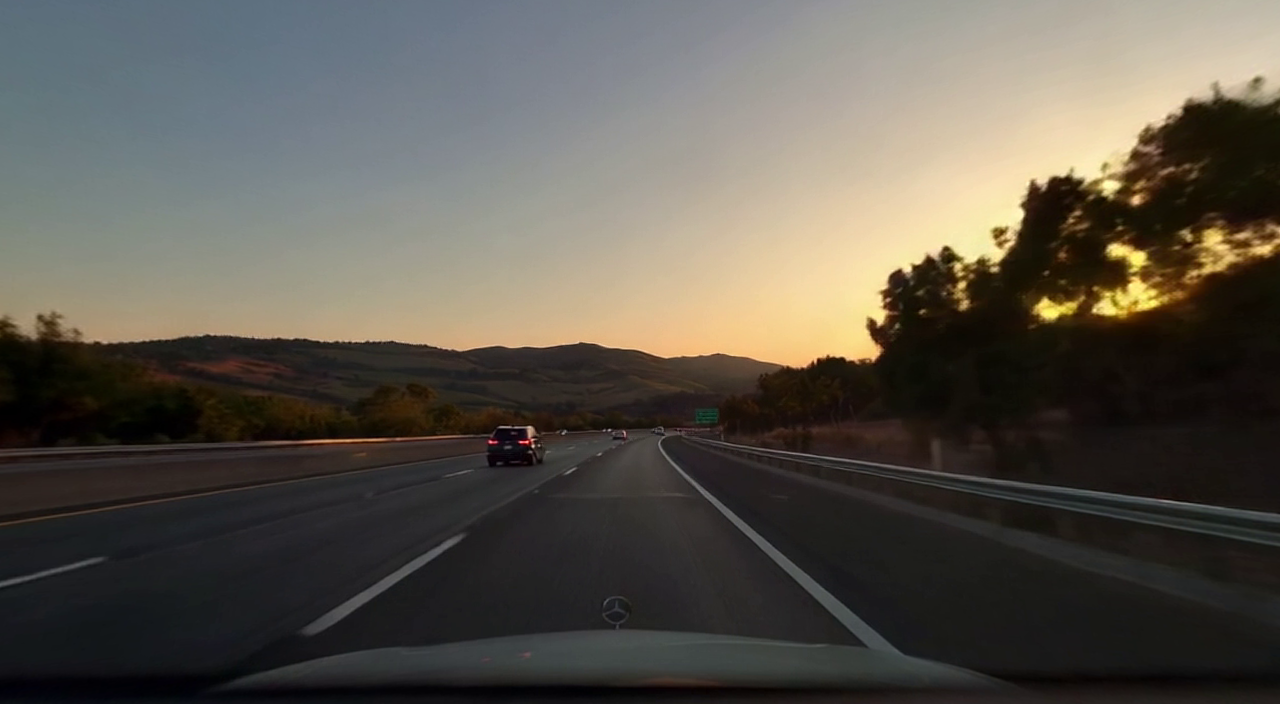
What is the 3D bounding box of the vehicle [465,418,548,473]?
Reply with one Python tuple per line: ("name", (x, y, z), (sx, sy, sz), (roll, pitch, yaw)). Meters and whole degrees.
("vehicle", (-4.547, 3.262, 22.131), (1.980, 1.721, 4.419), (0, -8, 0))
